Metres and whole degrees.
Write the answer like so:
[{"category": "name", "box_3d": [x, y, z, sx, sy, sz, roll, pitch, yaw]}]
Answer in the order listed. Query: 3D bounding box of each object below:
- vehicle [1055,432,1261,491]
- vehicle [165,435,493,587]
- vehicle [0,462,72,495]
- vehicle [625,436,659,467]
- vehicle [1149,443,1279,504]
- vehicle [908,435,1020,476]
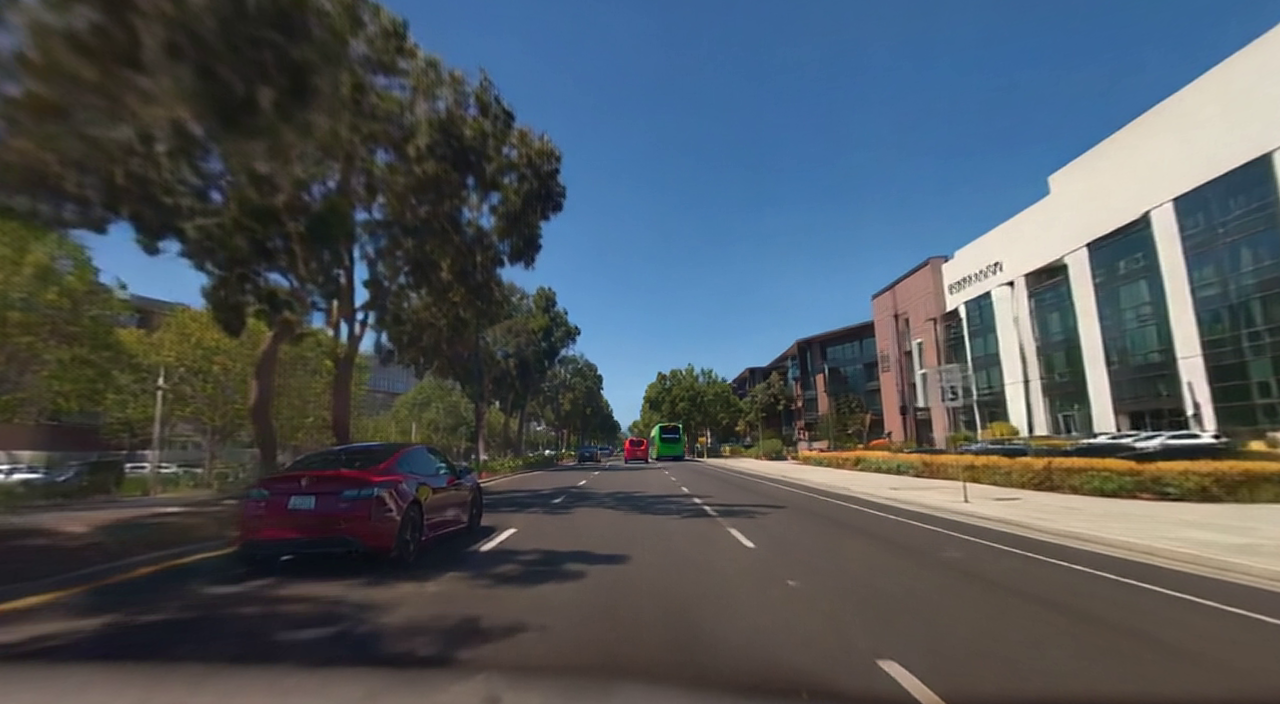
[{"category": "vehicle", "box_3d": [15.979, 3.392, 19.694, 4.628, 1.706, 1.965, 0, -9, 0]}, {"category": "vehicle", "box_3d": [-3.599, 1.913, 8.553, 2.120, 1.481, 4.535, 0, -9, 0]}, {"category": "vehicle", "box_3d": [-33.902, 6.893, 34.117, 4.583, 1.608, 1.945, -3, -10, 0]}, {"category": "vehicle", "box_3d": [0.083, 7.213, 45.964, 2.336, 2.122, 5.207, 0, -9, -1]}, {"category": "vehicle", "box_3d": [16.689, 3.181, 16.747, 4.682, 1.507, 1.878, 0, -9, 0]}, {"category": "vehicle", "box_3d": [16.902, 5.445, 33.141, 4.520, 1.834, 2.167, -3, -10, -1]}]
